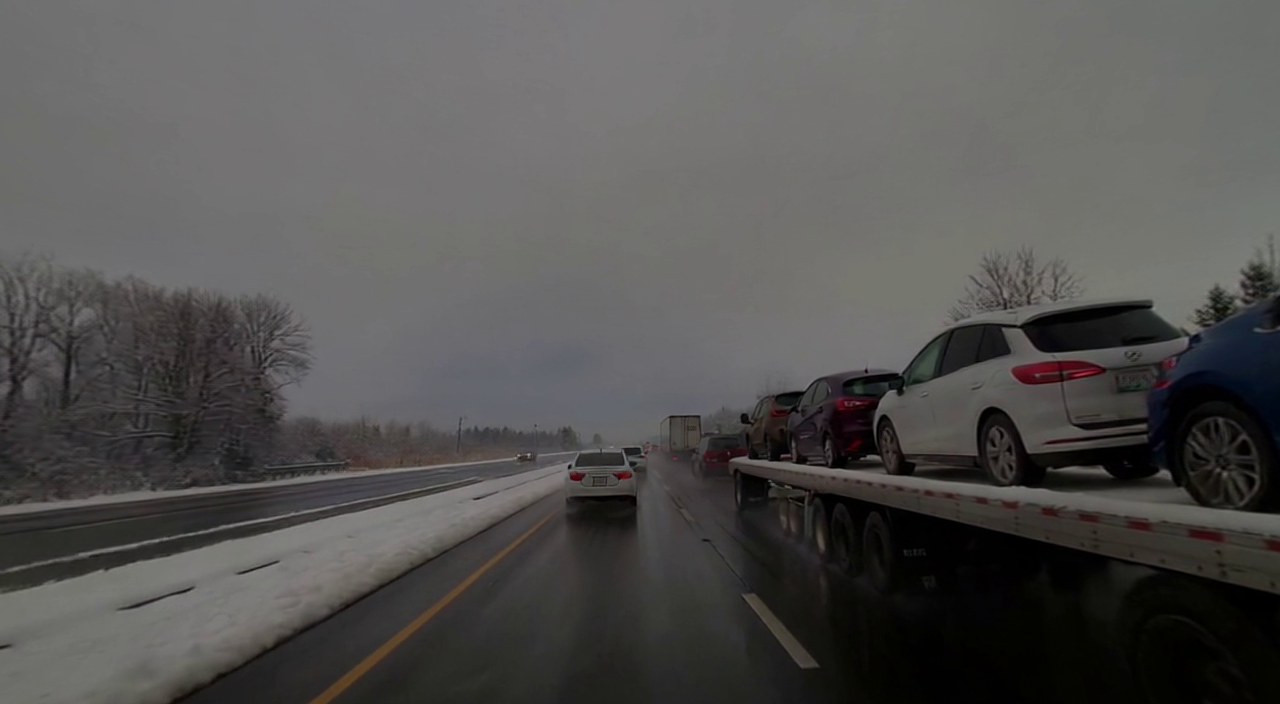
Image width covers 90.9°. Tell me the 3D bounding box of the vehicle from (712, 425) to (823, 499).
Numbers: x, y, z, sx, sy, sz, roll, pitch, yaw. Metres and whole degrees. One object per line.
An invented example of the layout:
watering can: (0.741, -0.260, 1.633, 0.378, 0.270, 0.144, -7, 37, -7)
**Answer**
vehicle: (3.535, 3.161, 18.297, 2.303, 1.889, 3.920, 0, -9, -1)

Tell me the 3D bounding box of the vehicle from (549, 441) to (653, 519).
vehicle: (-0.737, 2.761, 14.001, 1.991, 1.466, 3.675, 0, -9, 0)

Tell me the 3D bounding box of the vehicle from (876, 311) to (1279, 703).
vehicle: (3.413, 1.005, 4.095, 1.959, 1.783, 4.407, 0, -9, -1)

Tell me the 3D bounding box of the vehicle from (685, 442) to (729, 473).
vehicle: (3.680, 5.922, 35.486, 1.938, 1.660, 4.223, 0, -9, -1)
